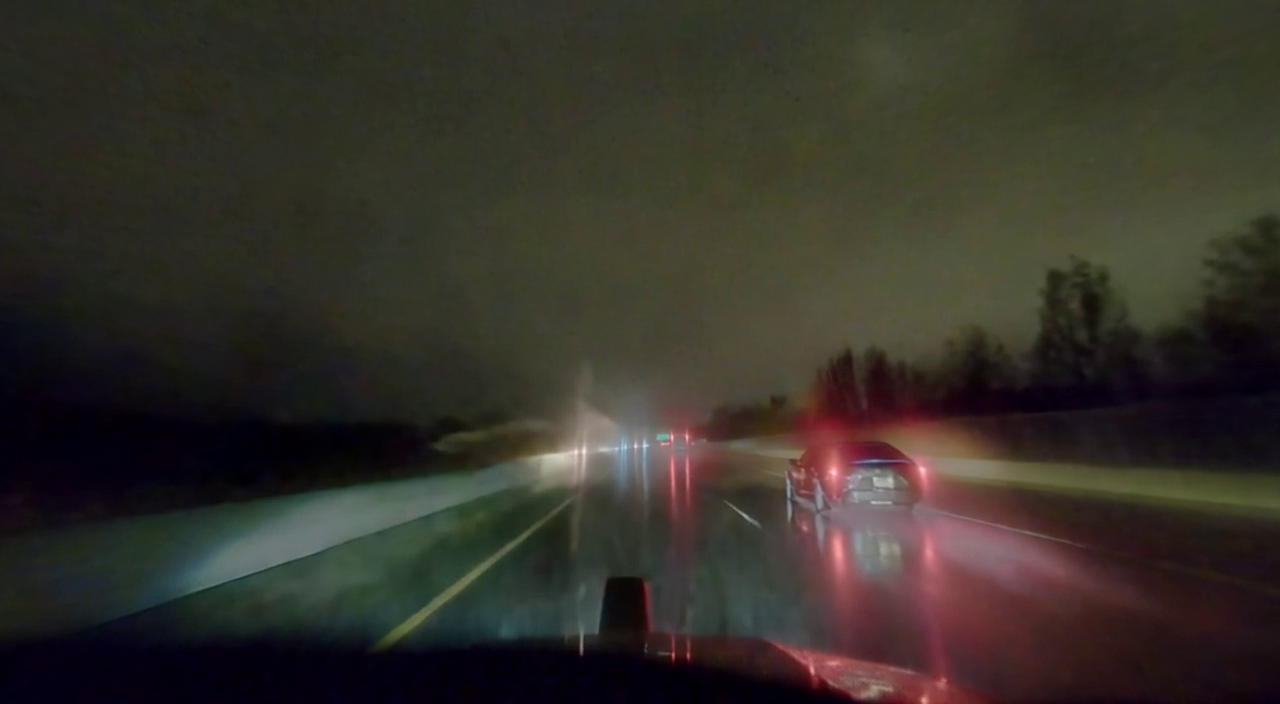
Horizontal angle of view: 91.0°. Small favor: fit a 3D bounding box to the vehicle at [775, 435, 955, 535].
[{"bbox_3d":[3.655,2.191,11.015,1.683,1.400,3.868,0,-8,-1],"label":"vehicle"}]
